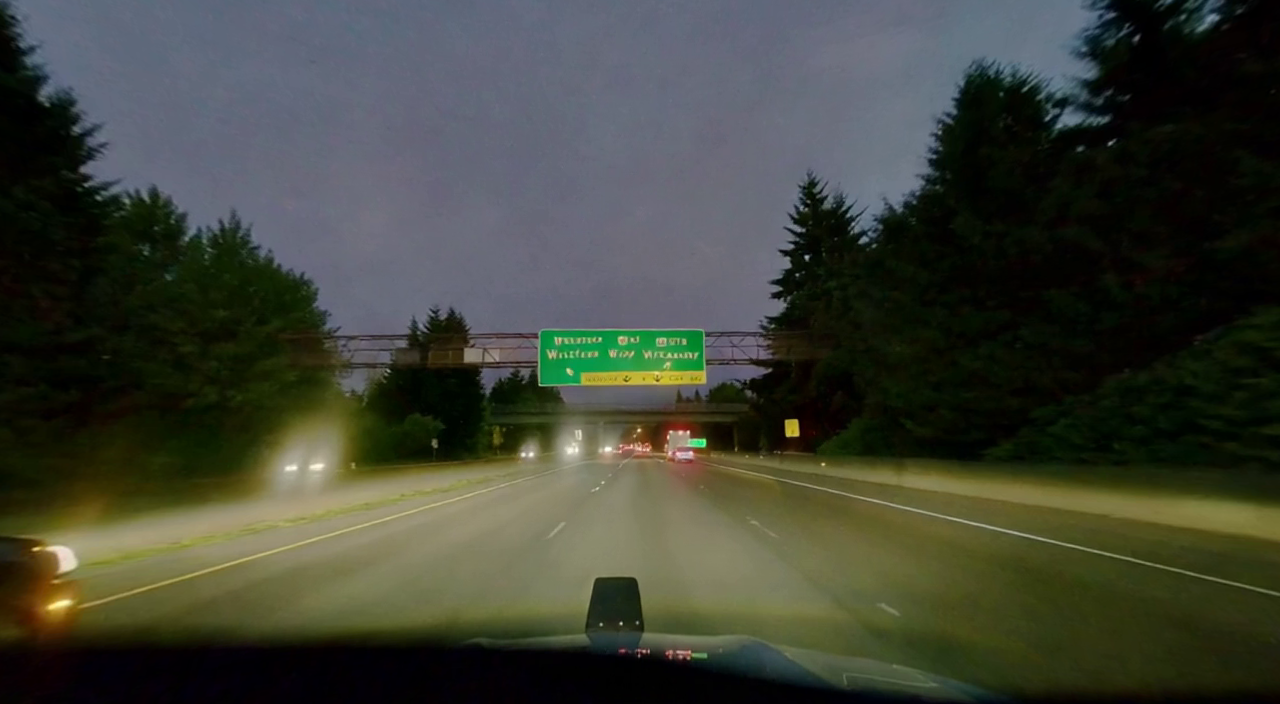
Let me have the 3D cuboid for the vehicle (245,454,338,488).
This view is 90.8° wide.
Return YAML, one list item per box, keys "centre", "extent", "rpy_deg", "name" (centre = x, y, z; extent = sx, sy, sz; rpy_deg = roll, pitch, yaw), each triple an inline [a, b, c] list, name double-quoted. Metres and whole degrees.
- centre: [-15.976, 5.438, 29.221]
  extent: [1.818, 1.418, 4.297]
  rpy_deg: [0, -9, 1]
  name: "vehicle"

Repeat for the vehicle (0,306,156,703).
- centre: [-3.368, 0.492, 0.556]
  extent: [2.238, 1.792, 4.518]
  rpy_deg: [0, -9, 0]
  name: "vehicle"
